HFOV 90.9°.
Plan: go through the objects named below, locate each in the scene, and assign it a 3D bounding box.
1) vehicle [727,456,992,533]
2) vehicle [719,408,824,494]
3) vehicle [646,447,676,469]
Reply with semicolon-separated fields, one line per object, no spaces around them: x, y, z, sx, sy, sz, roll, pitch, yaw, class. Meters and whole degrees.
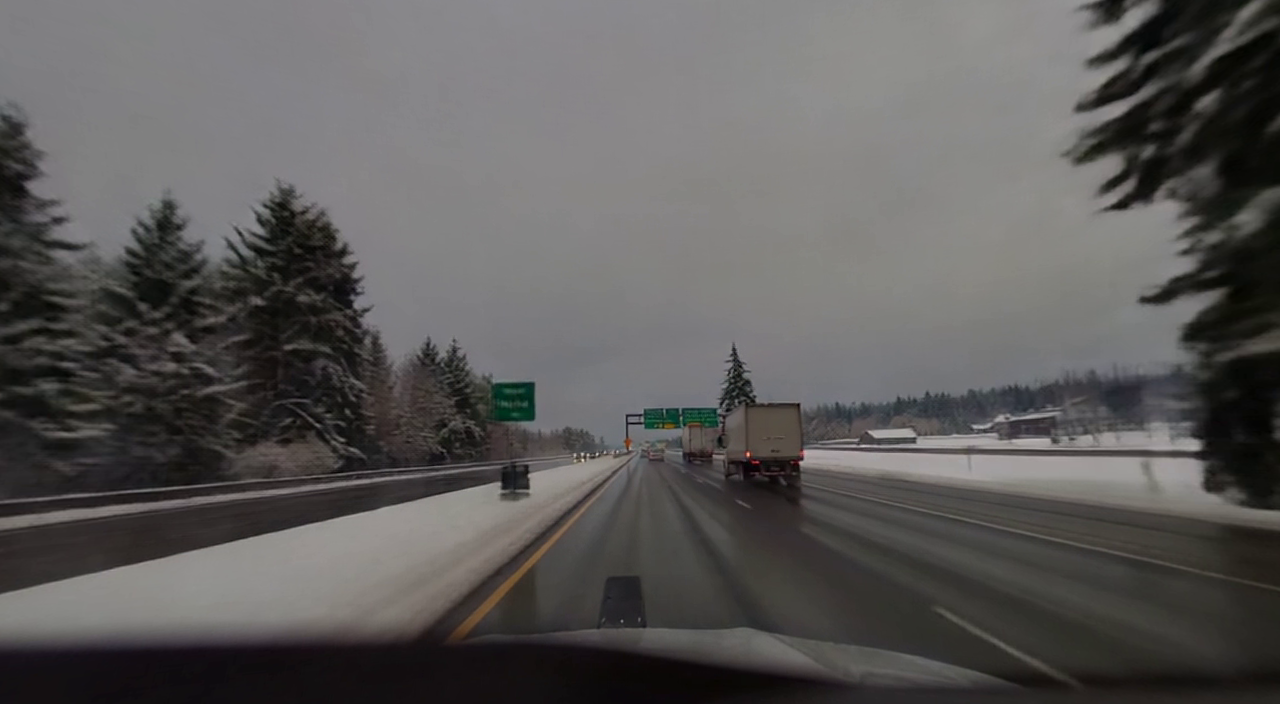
4.681;3.533;17.426;2.472;1.036;13.239;-2;-9;-1;vehicle
4.670;3.677;23.682;2.569;2.783;5.984;0;-9;-1;vehicle
1.445;7.502;44.718;2.049;1.500;3.790;0;-9;1;vehicle
